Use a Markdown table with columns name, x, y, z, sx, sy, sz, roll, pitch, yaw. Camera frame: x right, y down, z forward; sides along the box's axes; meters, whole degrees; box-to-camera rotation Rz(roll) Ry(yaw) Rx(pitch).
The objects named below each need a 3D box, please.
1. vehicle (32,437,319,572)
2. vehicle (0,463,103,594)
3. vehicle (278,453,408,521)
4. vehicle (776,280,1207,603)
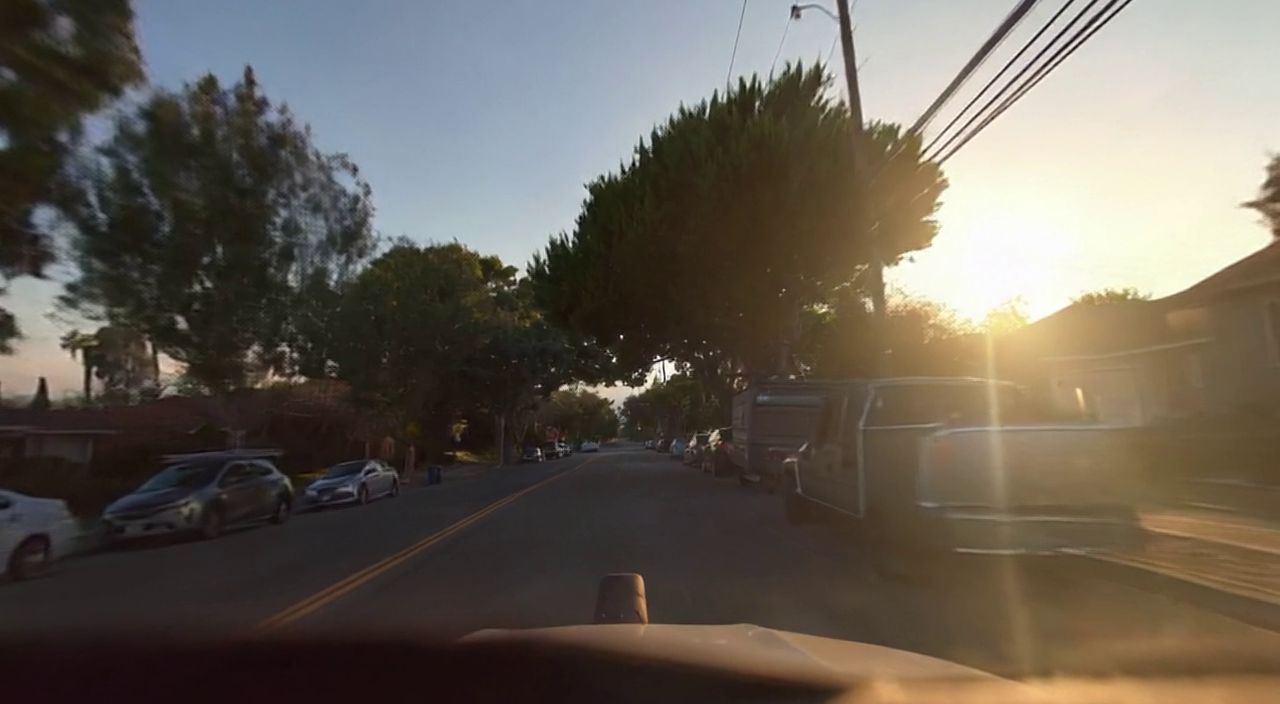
| name | x | y | z | sx | sy | sz | roll | pitch | yaw |
| --- | --- | --- | --- | --- | --- | --- | --- | --- | --- |
| vehicle | -8.514 | 2.709 | 12.295 | 2.163 | 1.841 | 4.679 | -6 | -7 | -2 |
| vehicle | -8.385 | 2.060 | 6.817 | 1.821 | 1.476 | 4.060 | -3 | -8 | -4 |
| vehicle | -8.438 | 3.815 | 18.397 | 1.839 | 1.384 | 4.124 | -7 | -7 | -2 |
| vehicle | 3.065 | 0.920 | 6.739 | 2.233 | 2.453 | 3.787 | 0 | -8 | -2 |
